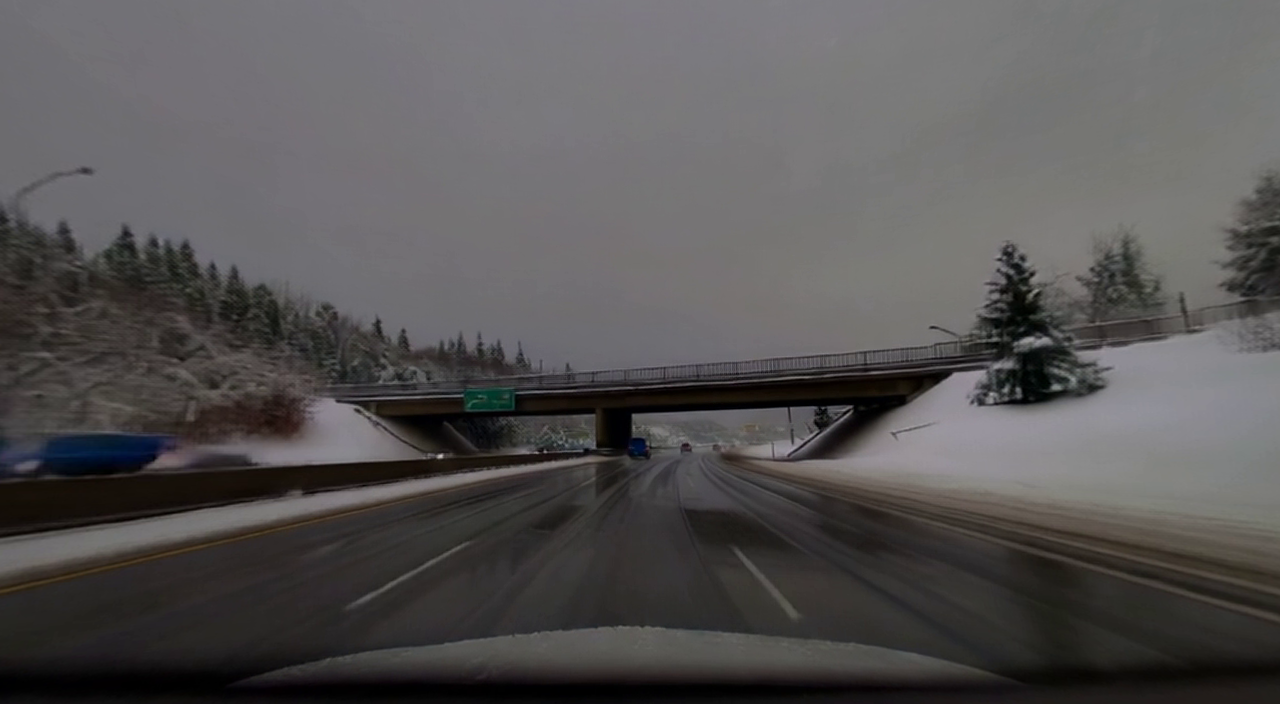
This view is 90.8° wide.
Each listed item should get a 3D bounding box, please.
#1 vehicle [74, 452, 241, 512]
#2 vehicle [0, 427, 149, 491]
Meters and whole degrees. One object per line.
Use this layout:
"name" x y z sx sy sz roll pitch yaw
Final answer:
"vehicle" -13.016 3.486 17.350 1.692 1.409 3.525 0 -9 2
"vehicle" -25.511 4.711 28.080 2.510 2.525 5.441 -1 -9 7
